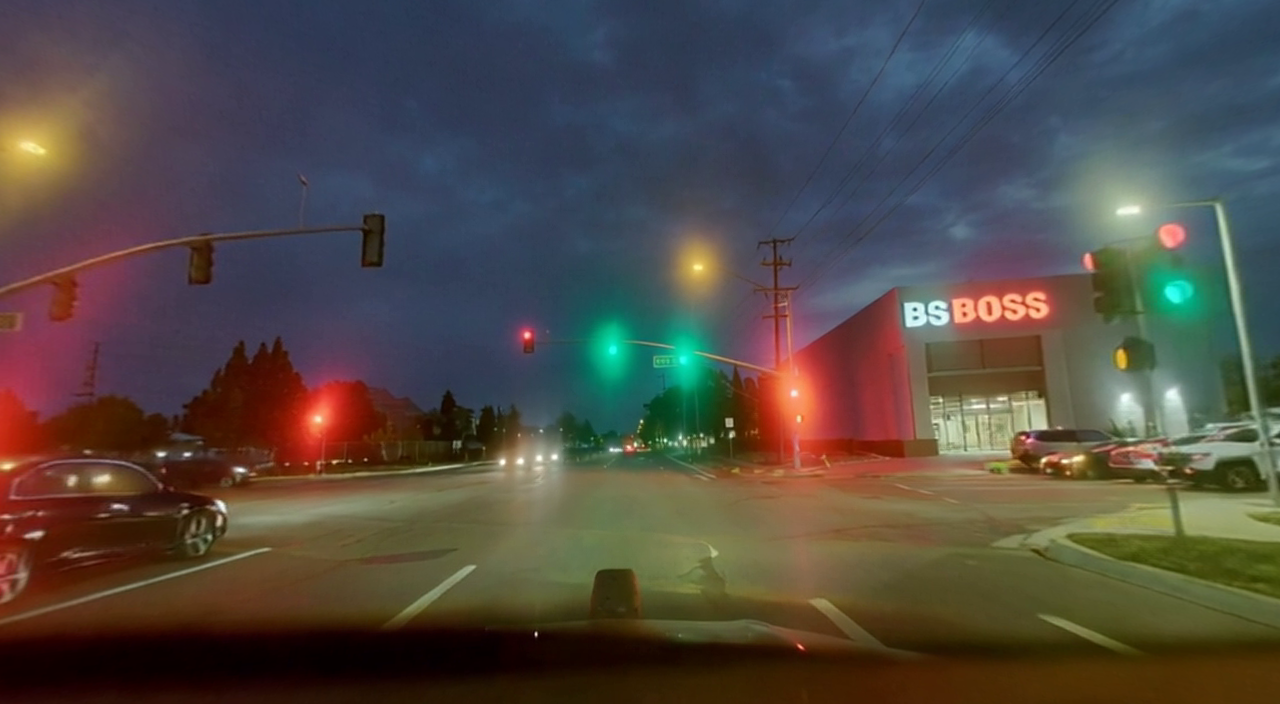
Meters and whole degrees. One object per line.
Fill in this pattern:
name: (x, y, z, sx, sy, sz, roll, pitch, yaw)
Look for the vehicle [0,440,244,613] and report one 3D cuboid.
vehicle: (-6.448, 1.697, 6.680, 1.928, 1.451, 4.219, 0, -9, -3)
